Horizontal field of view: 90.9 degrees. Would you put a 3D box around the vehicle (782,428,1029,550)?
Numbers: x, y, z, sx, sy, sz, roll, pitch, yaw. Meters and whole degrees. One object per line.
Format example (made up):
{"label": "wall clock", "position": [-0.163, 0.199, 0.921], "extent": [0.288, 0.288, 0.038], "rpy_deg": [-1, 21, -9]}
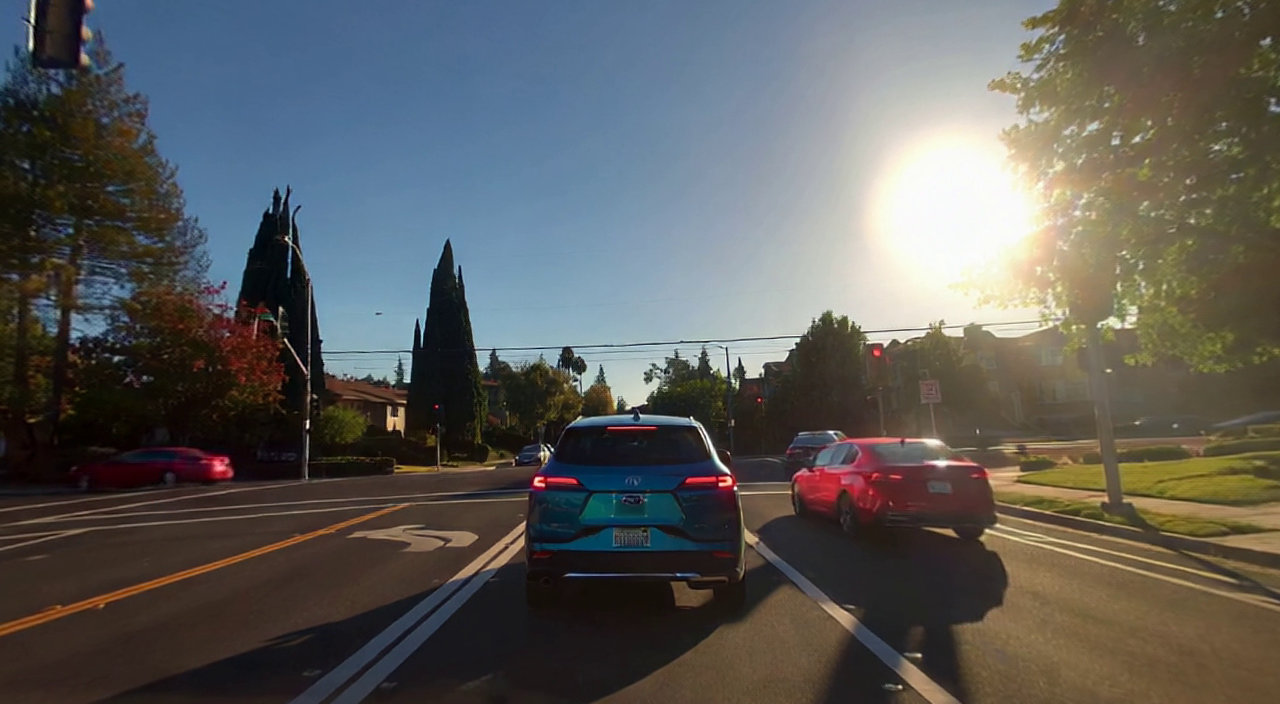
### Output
{"label": "vehicle", "position": [3.898, 2.082, 10.403], "extent": [2.077, 1.527, 4.755], "rpy_deg": [0, -8, 1]}

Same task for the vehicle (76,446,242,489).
{"label": "vehicle", "position": [-18.271, 4.375, 24.260], "extent": [4.723, 1.486, 1.800], "rpy_deg": [4, -9, -25]}

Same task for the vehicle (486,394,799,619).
{"label": "vehicle", "position": [0.052, 1.472, 6.952], "extent": [2.322, 1.667, 4.367], "rpy_deg": [0, -8, 1]}

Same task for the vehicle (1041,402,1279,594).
{"label": "vehicle", "position": [7.025, 1.534, 7.033], "extent": [1.989, 1.791, 4.735], "rpy_deg": [0, -8, 1]}
